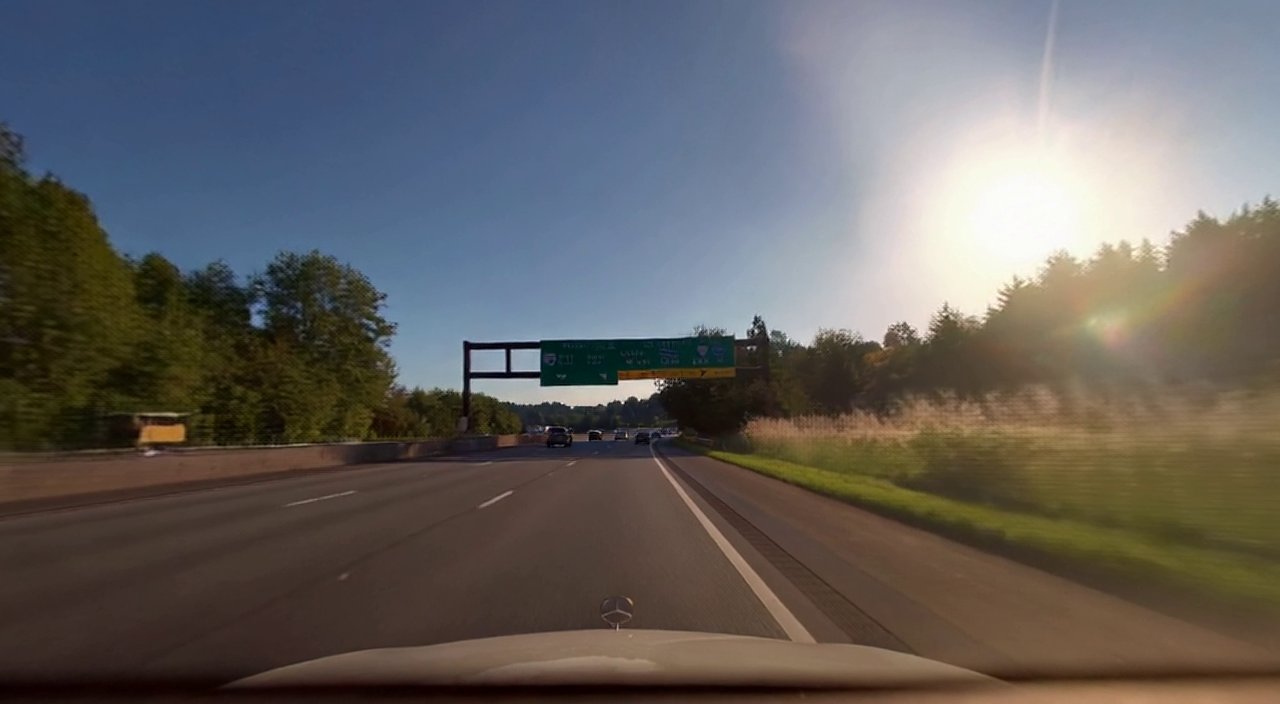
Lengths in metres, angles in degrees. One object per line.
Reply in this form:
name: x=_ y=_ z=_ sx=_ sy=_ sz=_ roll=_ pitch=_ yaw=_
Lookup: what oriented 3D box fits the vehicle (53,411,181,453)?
vehicle: x=-20.441 y=3.173 z=24.802 sx=1.694 sy=1.520 sz=3.886 roll=0 pitch=-8 yaw=0
